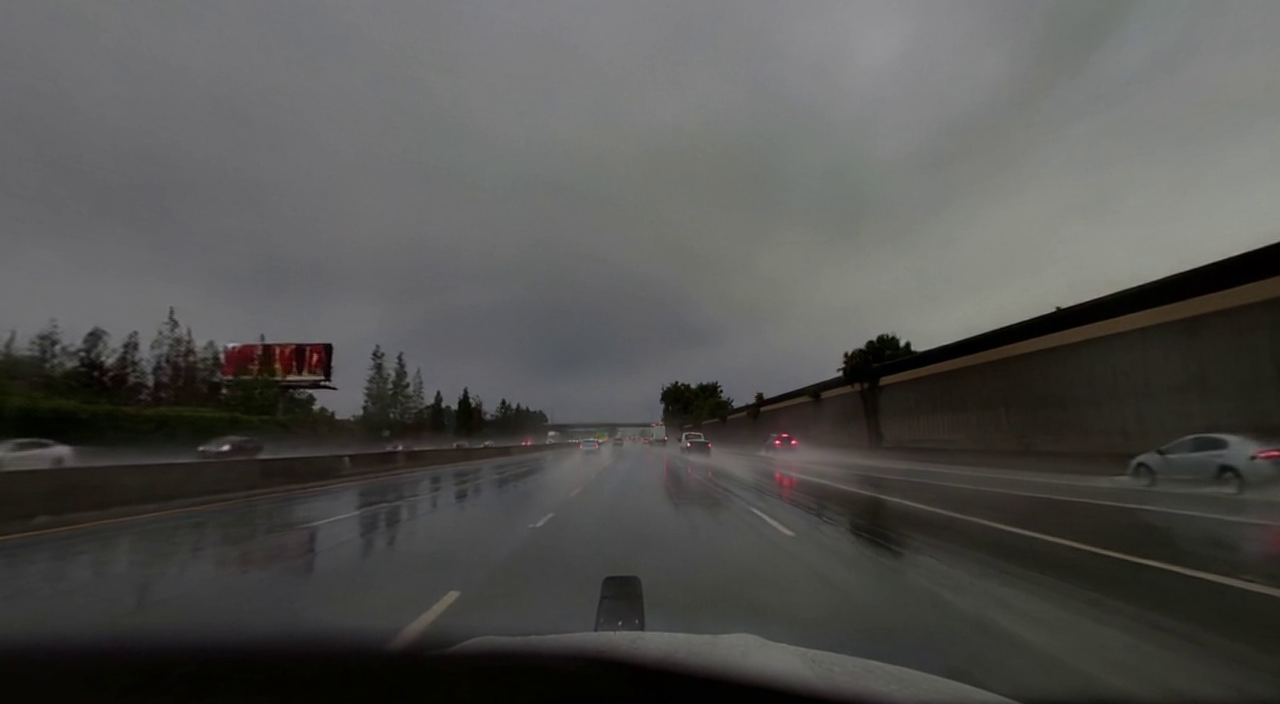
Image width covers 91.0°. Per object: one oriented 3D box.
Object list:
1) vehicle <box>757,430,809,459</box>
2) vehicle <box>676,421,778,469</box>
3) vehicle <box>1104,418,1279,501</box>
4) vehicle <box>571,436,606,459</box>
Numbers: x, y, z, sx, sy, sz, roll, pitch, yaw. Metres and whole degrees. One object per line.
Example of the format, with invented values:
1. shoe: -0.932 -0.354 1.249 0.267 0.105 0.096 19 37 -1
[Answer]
1. vehicle: 10.126 6.633 45.148 2.184 1.873 5.466 0 -8 -3
2. vehicle: 4.024 4.908 33.267 3.042 2.004 14.051 0 -8 -2
3. vehicle: 15.055 2.626 15.592 2.261 1.824 5.678 1 -8 -8
4. vehicle: -3.482 6.548 43.283 2.066 1.500 4.415 0 -8 0
